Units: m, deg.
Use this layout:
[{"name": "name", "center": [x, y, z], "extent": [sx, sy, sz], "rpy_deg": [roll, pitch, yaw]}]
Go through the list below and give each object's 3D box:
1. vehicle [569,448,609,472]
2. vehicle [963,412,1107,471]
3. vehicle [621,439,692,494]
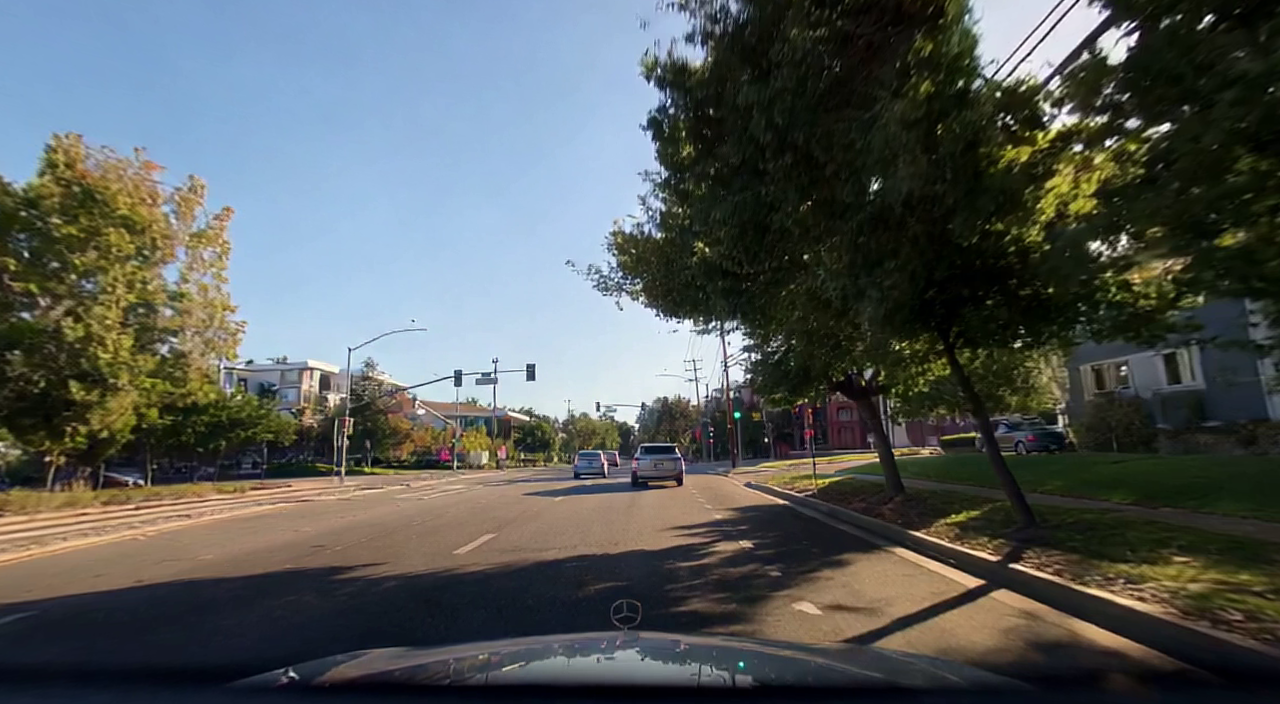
[{"name": "vehicle", "center": [-3.295, 7.082, 41.778], "extent": [2.153, 1.474, 4.284], "rpy_deg": [0, -9, 2]}, {"name": "vehicle", "center": [14.495, 3.378, 23.685], "extent": [2.225, 1.922, 5.243], "rpy_deg": [-1, -9, 3]}, {"name": "vehicle", "center": [0.552, 3.746, 21.017], "extent": [2.156, 1.636, 3.923], "rpy_deg": [0, -9, 2]}]
